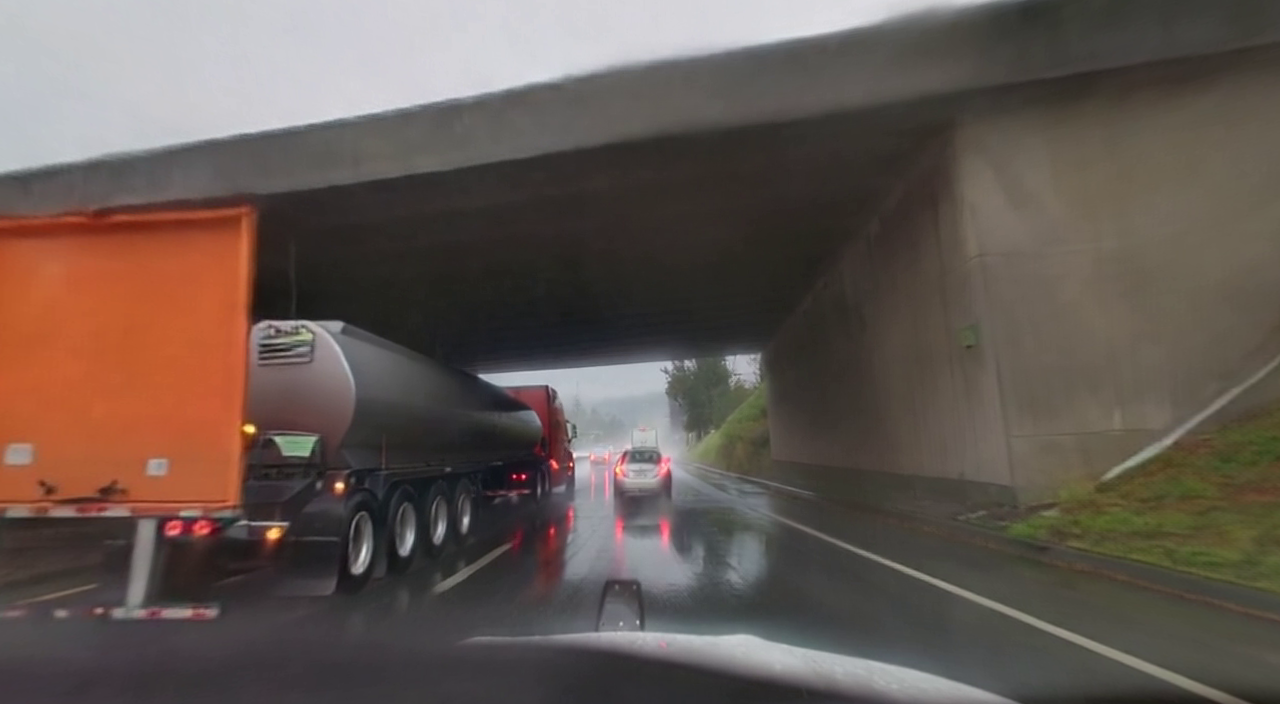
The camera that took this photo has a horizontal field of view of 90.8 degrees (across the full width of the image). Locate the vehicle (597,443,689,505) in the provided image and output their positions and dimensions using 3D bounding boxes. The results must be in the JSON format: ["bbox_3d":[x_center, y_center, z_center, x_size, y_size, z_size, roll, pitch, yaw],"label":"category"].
[{"bbox_3d":[0.064,3.287,17.476,2.215,1.481,4.246,0,-9,0],"label":"vehicle"}]

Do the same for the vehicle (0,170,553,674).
[{"bbox_3d":[-4.035,1.476,11.738,2.896,3.563,14.643,0,-8,0],"label":"vehicle"}]
